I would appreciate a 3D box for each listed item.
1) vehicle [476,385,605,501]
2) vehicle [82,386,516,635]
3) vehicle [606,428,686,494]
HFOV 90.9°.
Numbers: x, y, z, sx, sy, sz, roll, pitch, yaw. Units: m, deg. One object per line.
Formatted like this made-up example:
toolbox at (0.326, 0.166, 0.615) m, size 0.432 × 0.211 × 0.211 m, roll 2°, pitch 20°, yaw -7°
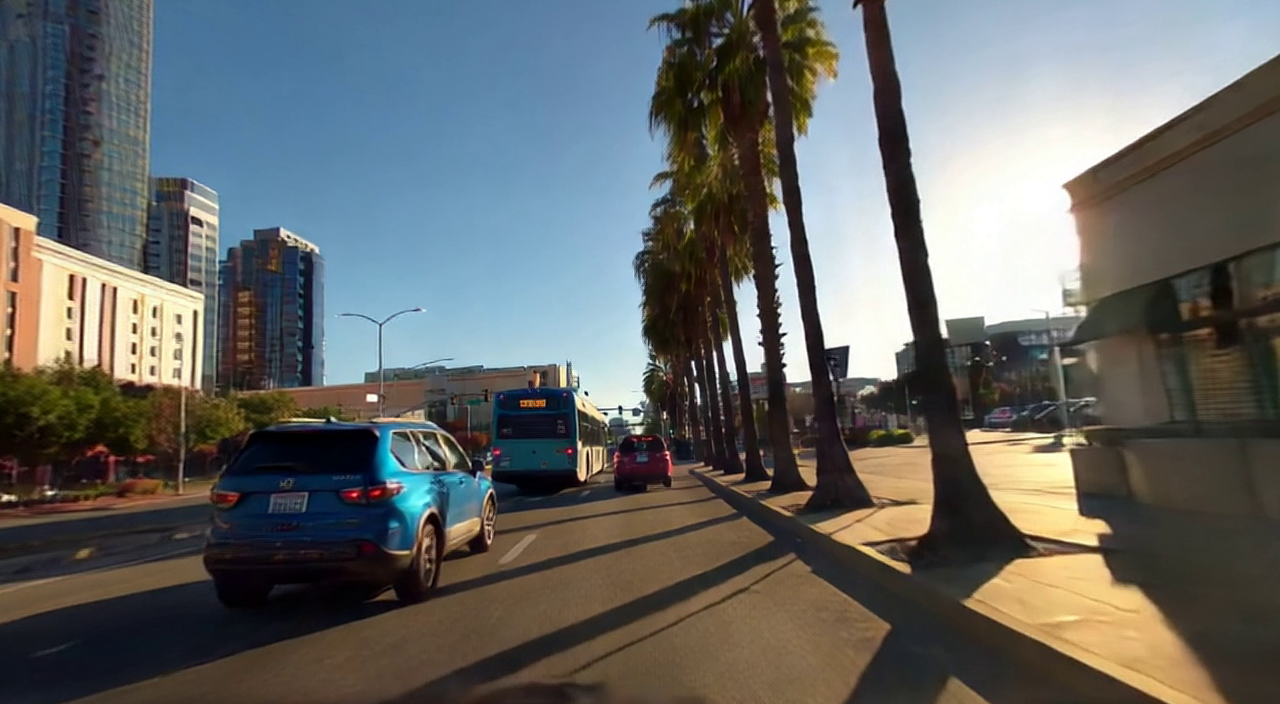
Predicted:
vehicle at (-2.871, 2.995, 20.919) m, size 2.775 × 3.064 × 8.297 m, roll 0°, pitch -8°, yaw 1°
vehicle at (-2.948, 1.478, 6.959) m, size 2.124 × 1.799 × 4.587 m, roll 0°, pitch -8°, yaw 1°
vehicle at (0.188, 3.159, 18.671) m, size 2.120 × 1.727 × 3.917 m, roll 0°, pitch -8°, yaw 1°
